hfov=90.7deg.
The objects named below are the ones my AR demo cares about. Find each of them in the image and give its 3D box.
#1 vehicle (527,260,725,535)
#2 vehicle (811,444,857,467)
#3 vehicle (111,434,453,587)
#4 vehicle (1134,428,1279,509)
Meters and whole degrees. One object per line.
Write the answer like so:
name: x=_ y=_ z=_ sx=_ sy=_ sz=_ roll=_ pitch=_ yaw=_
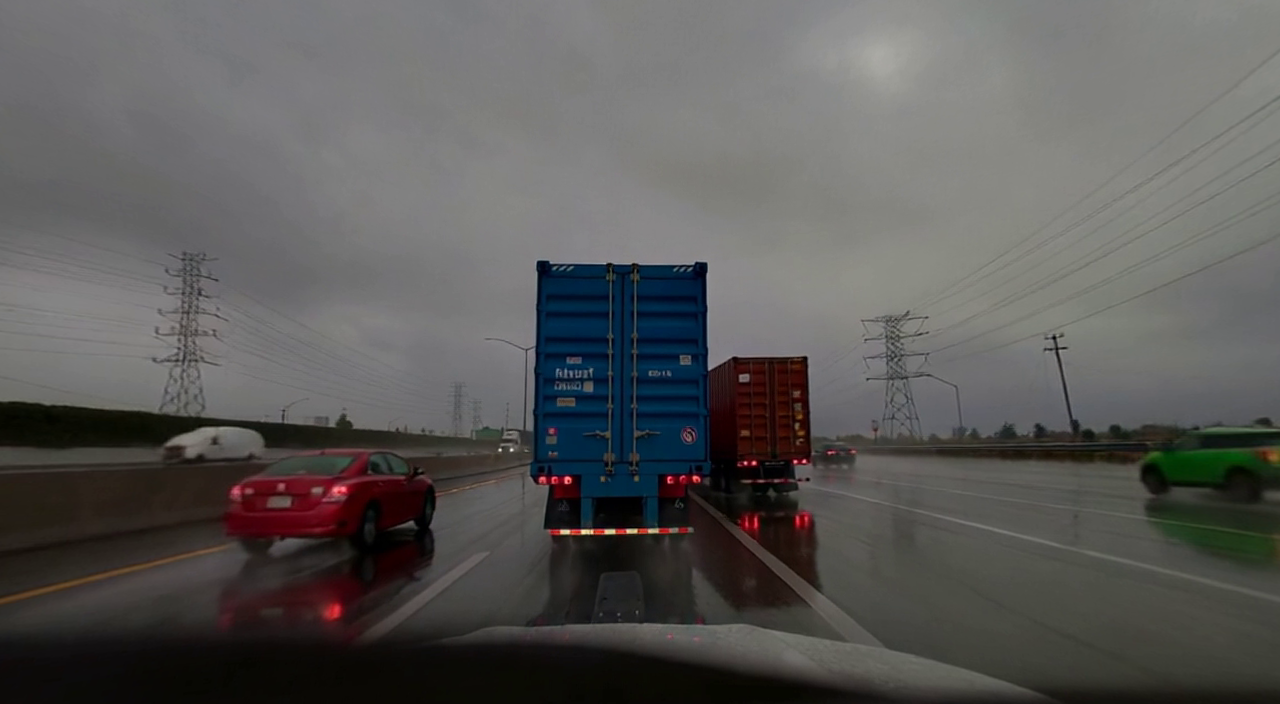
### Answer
vehicle: x=-0.213 y=1.505 z=15.338 sx=2.841 sy=4.071 sz=12.046 roll=0 pitch=-9 yaw=0
vehicle: x=12.752 y=6.799 z=41.748 sx=1.766 sy=1.452 sz=3.703 roll=0 pitch=-9 yaw=-2
vehicle: x=-4.211 y=1.913 z=8.571 sx=1.993 sy=1.475 sz=4.540 roll=0 pitch=-9 yaw=0
vehicle: x=13.424 y=2.450 z=13.594 sx=2.020 sy=1.546 sz=4.336 roll=0 pitch=-9 yaw=-1
